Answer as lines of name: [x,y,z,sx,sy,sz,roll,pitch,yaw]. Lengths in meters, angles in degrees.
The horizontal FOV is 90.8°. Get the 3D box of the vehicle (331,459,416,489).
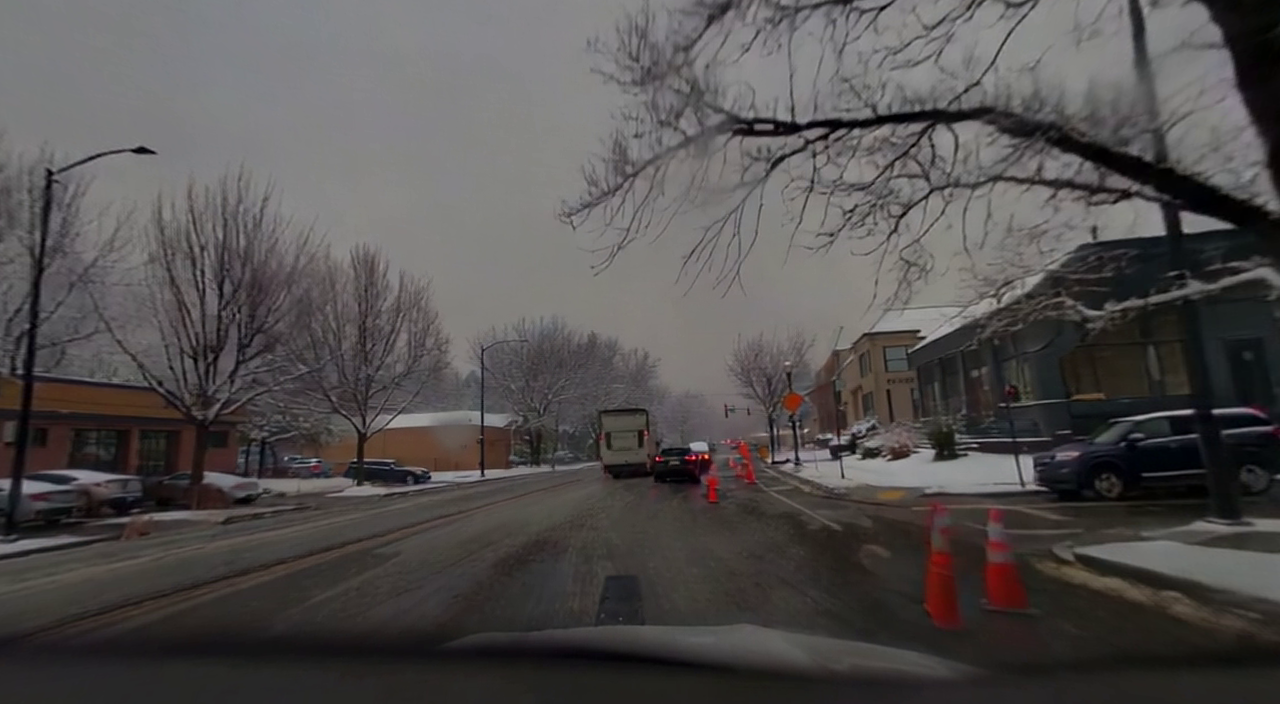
vehicle: [-16.562,7.573,39.324,4.397,1.698,1.932,-1,-9,8]

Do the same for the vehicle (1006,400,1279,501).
vehicle: [10.881,2.057,13.263,4.859,1.914,2.333,0,-9,1]

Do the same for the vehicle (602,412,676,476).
vehicle: [0.299,5.775,39.493,2.977,3.271,12.748,-1,-9,7]

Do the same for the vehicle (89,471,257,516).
vehicle: [-17.804,5.369,24.225,4.952,1.510,2.115,-1,-9,6]

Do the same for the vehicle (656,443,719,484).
vehicle: [1.802,4.463,25.514,2.159,1.506,4.086,0,-9,-1]
